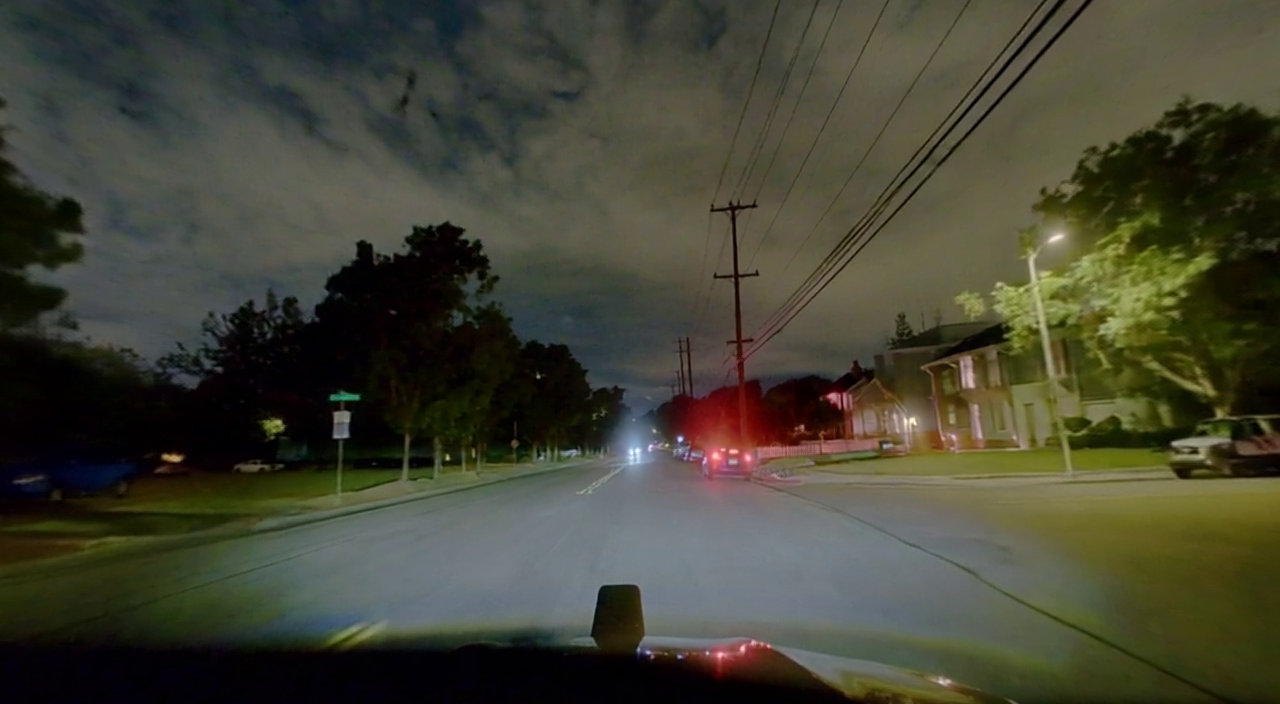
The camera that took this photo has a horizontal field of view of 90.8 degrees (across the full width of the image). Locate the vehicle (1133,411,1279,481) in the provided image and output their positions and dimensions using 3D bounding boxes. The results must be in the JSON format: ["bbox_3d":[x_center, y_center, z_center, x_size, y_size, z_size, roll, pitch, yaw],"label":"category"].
[{"bbox_3d":[15.777,2.443,16.539,4.058,1.697,1.943,0,-8,-1],"label":"vehicle"}]

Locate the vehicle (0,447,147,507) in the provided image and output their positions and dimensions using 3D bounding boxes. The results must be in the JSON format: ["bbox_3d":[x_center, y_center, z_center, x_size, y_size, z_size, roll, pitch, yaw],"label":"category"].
[{"bbox_3d":[-18.719,3.881,19.947,4.620,1.739,2.040,5,-10,-30],"label":"vehicle"}]

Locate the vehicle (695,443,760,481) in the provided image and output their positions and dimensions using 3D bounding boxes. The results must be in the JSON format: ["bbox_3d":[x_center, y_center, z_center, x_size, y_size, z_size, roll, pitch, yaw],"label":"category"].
[{"bbox_3d":[3.522,4.537,26.372,1.990,1.435,4.526,0,-8,-1],"label":"vehicle"}]
